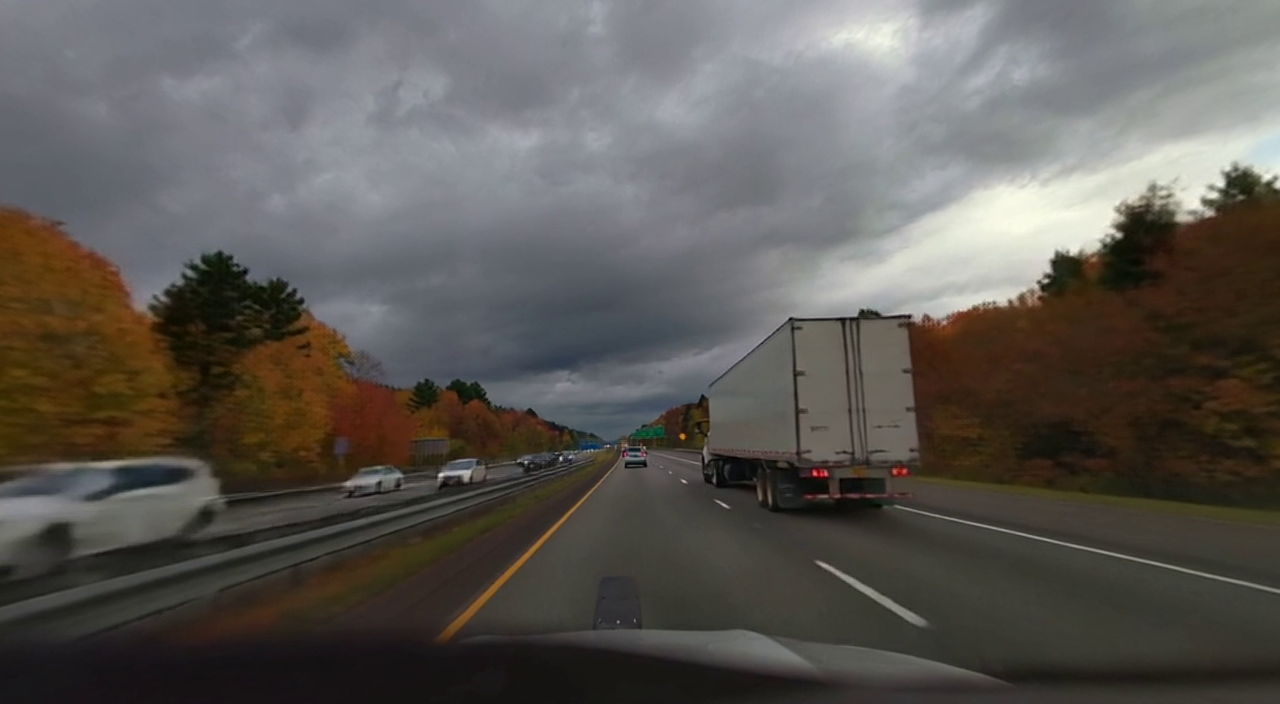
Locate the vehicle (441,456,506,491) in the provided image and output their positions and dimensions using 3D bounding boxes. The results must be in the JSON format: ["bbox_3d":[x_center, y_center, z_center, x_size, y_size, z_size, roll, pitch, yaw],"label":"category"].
[{"bbox_3d":[-8.489,6.227,32.449,2.068,1.560,4.870,-1,-9,0],"label":"vehicle"}]

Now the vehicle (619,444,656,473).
[{"bbox_3d":[-0.183,6.654,39.351,2.168,1.705,4.272,-1,-9,-1],"label":"vehicle"}]

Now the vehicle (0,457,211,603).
[{"bbox_3d":[-8.684,2.416,9.085,1.967,1.682,4.187,0,-9,-1],"label":"vehicle"}]

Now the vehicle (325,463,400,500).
[{"bbox_3d":[-13.314,6.224,30.348,1.842,1.527,3.921,-1,-9,0],"label":"vehicle"}]
